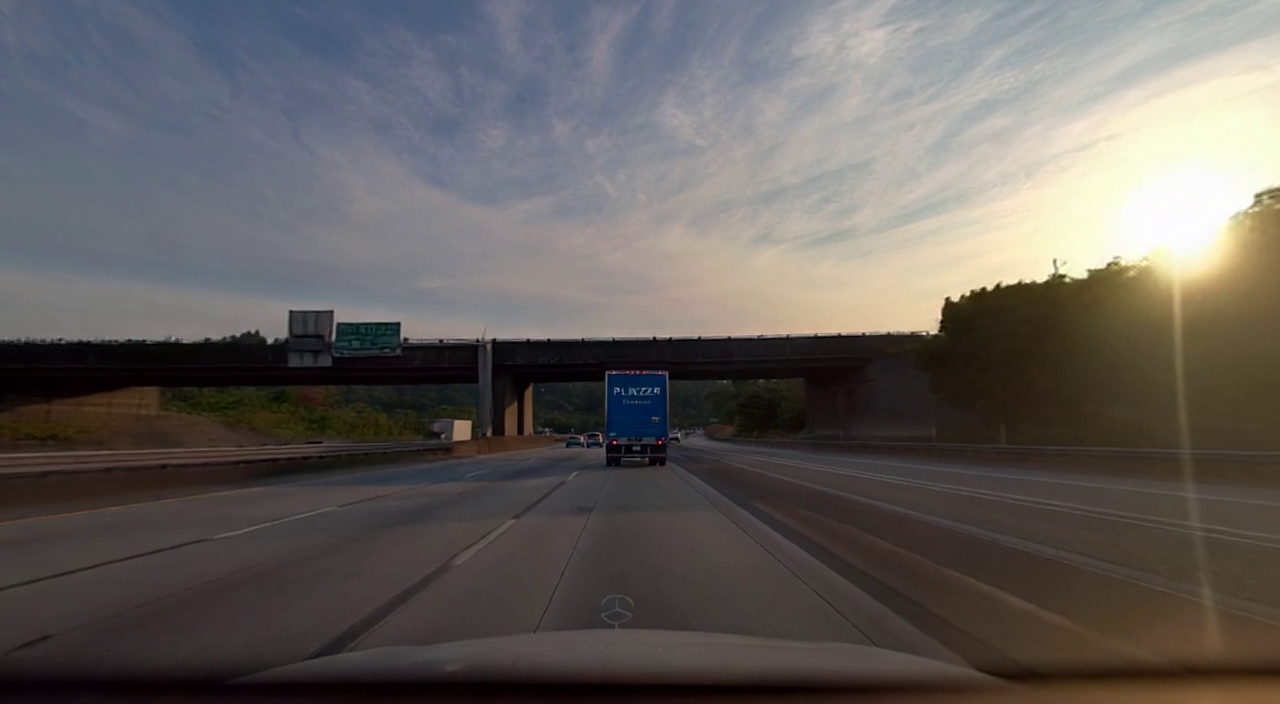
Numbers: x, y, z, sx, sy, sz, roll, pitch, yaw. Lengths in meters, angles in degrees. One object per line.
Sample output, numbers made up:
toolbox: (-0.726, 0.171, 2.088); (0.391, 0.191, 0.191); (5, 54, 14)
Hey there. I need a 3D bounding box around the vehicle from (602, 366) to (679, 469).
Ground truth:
vehicle: (-0.106, 3.327, 30.305); (2.926, 3.959, 11.818); (0, -8, -1)
